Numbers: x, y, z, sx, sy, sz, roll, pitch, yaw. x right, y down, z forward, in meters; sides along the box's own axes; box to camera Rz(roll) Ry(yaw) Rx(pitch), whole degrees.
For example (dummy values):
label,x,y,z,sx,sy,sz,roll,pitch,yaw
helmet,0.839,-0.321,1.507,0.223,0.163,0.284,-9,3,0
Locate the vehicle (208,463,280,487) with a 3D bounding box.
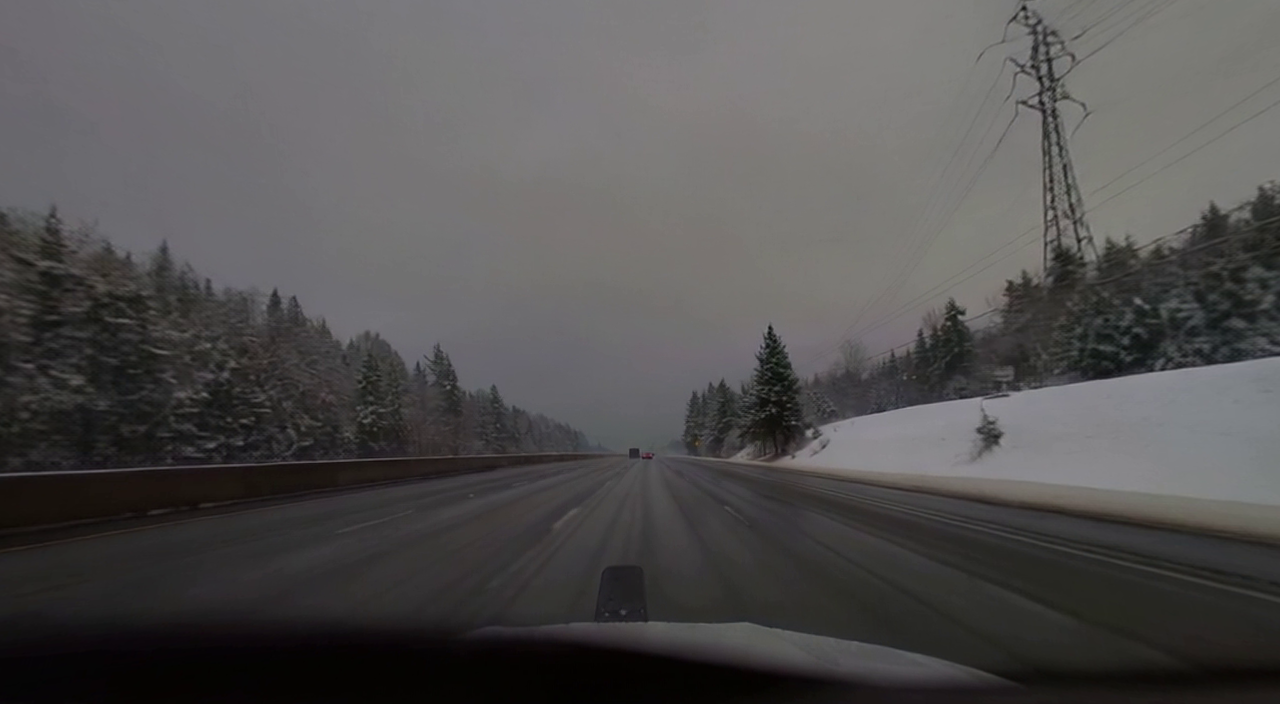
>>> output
label,x,y,z,sx,sy,sz,roll,pitch,yaw
vehicle,-28.417,8.831,45.502,1.908,1.537,4.709,-1,-8,4
